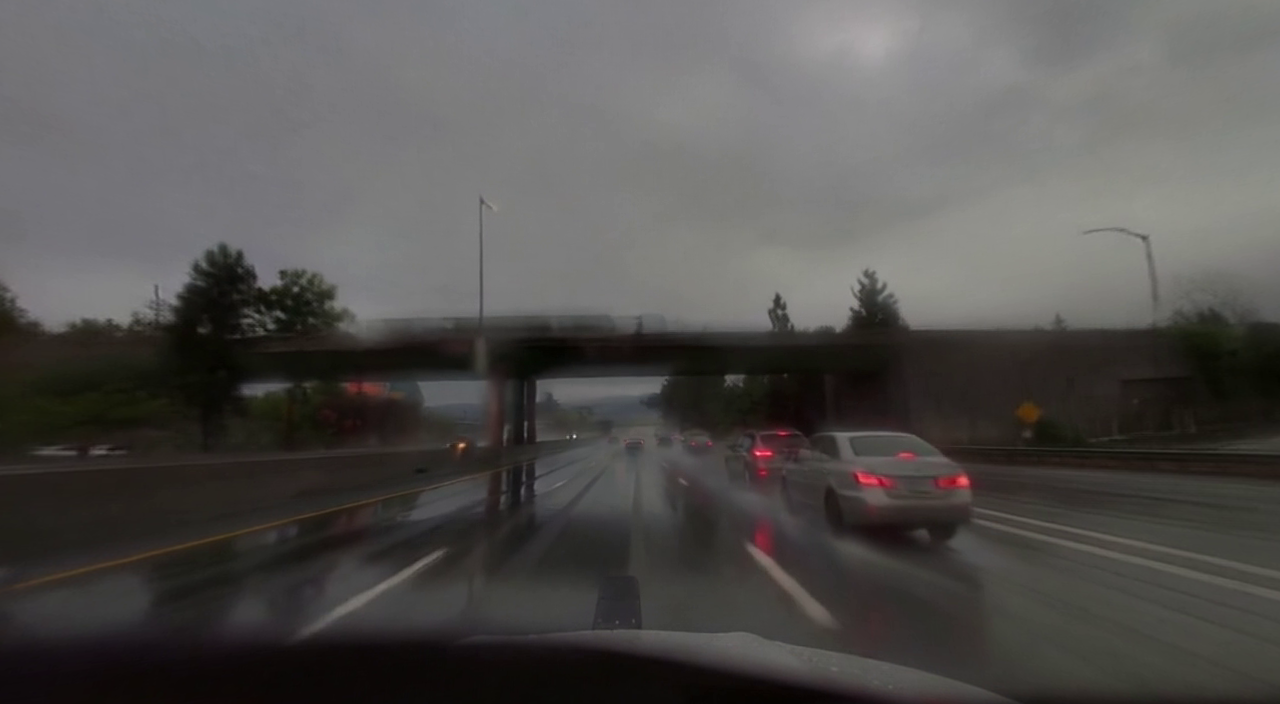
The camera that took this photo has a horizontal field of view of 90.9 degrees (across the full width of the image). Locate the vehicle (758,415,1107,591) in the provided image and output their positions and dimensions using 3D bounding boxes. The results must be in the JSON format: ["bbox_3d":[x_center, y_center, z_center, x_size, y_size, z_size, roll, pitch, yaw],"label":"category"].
[{"bbox_3d":[3.253,1.768,8.517,2.240,1.646,4.949,0,-8,-1],"label":"vehicle"}]

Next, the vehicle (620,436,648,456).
[{"bbox_3d":[-0.452,7.436,49.912,2.103,1.512,4.155,0,-8,0],"label":"vehicle"}]
